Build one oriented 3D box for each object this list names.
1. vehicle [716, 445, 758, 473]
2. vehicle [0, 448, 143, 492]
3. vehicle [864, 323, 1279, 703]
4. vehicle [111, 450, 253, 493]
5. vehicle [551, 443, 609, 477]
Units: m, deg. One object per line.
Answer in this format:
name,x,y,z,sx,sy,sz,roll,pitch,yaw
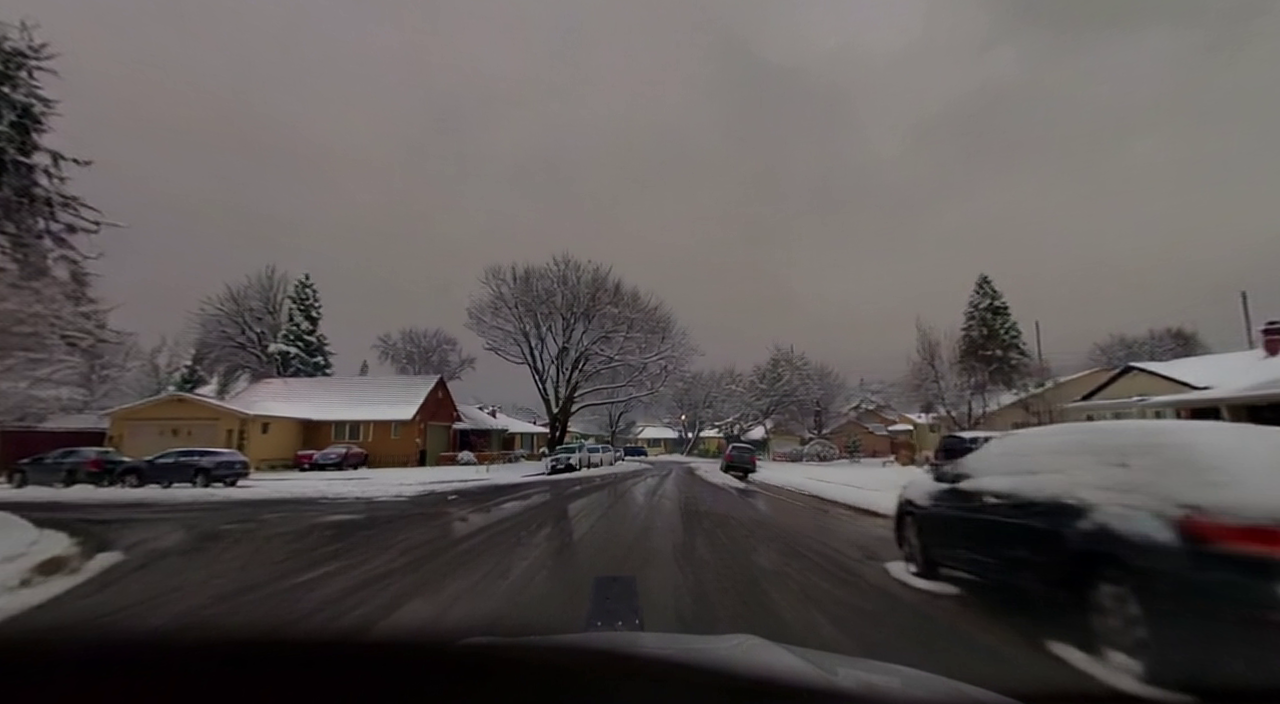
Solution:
vehicle,6.372,6.919,41.102,2.075,1.657,4.648,-3,-9,16
vehicle,-20.409,4.203,22.710,3.610,1.501,1.814,-1,-9,5
vehicle,3.629,1.098,4.447,2.228,1.813,4.901,0,-9,-1
vehicle,-16.217,4.207,22.484,3.734,1.441,1.756,-1,-9,4
vehicle,-3.424,6.260,36.915,2.041,1.762,4.508,-4,-8,12
